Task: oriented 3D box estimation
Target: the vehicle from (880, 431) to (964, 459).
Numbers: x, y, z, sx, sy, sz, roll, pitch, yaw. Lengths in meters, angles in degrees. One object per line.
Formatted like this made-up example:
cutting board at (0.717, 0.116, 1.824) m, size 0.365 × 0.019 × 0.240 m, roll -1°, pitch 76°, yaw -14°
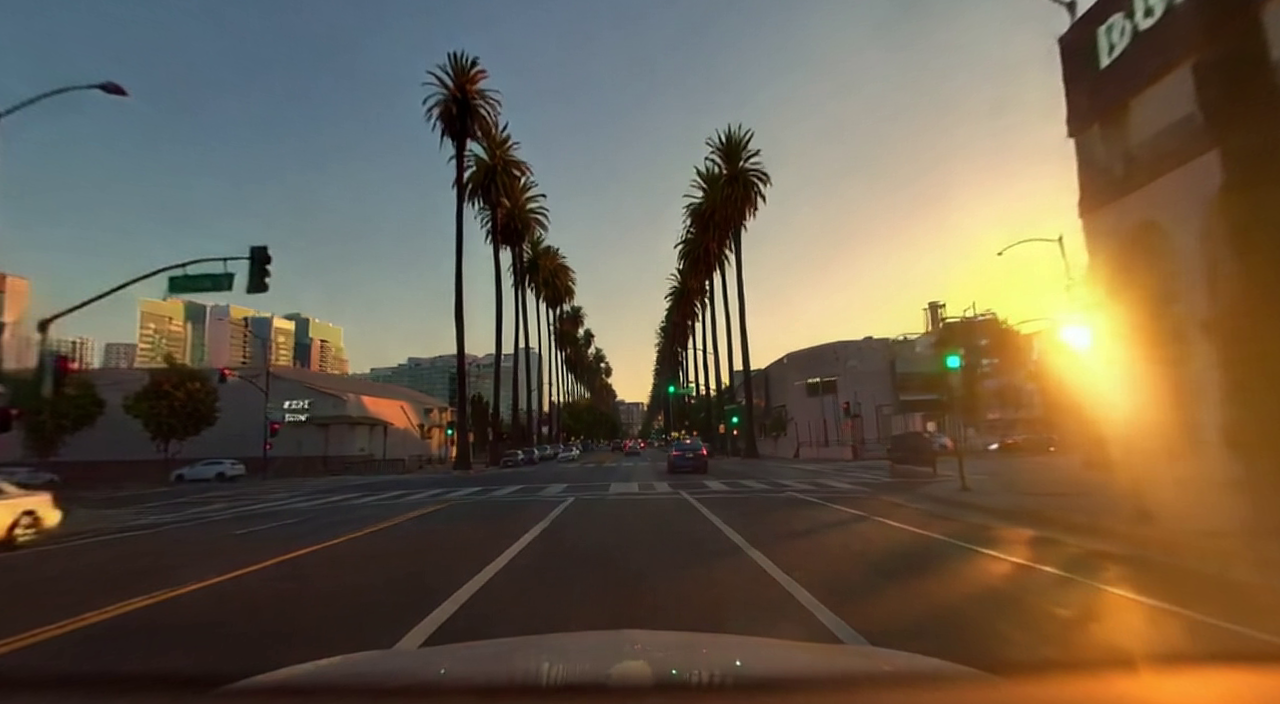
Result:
vehicle at (17.638, 5.829, 39.698) m, size 4.277 × 1.665 × 2.006 m, roll 0°, pitch -8°, yaw -2°

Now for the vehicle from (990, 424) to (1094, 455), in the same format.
vehicle at (25.556, 5.588, 40.304) m, size 5.130 × 1.875 × 2.118 m, roll 0°, pitch -8°, yaw -2°

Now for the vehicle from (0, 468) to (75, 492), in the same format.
vehicle at (-40.591, 8.462, 41.978) m, size 4.158 × 1.463 × 1.836 m, roll 0°, pitch -8°, yaw -1°

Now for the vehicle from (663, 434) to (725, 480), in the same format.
vehicle at (2.107, 4.276, 25.937) m, size 2.003 × 1.702 × 4.288 m, roll 0°, pitch -8°, yaw -3°

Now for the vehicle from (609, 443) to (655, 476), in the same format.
vehicle at (-0.419, 5.150, 30.560) m, size 2.088 × 1.452 × 3.993 m, roll 0°, pitch -8°, yaw -2°

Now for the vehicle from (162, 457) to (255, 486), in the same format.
vehicle at (-28.732, 7.956, 42.151) m, size 4.570 × 1.741 × 2.107 m, roll 0°, pitch -8°, yaw -1°
